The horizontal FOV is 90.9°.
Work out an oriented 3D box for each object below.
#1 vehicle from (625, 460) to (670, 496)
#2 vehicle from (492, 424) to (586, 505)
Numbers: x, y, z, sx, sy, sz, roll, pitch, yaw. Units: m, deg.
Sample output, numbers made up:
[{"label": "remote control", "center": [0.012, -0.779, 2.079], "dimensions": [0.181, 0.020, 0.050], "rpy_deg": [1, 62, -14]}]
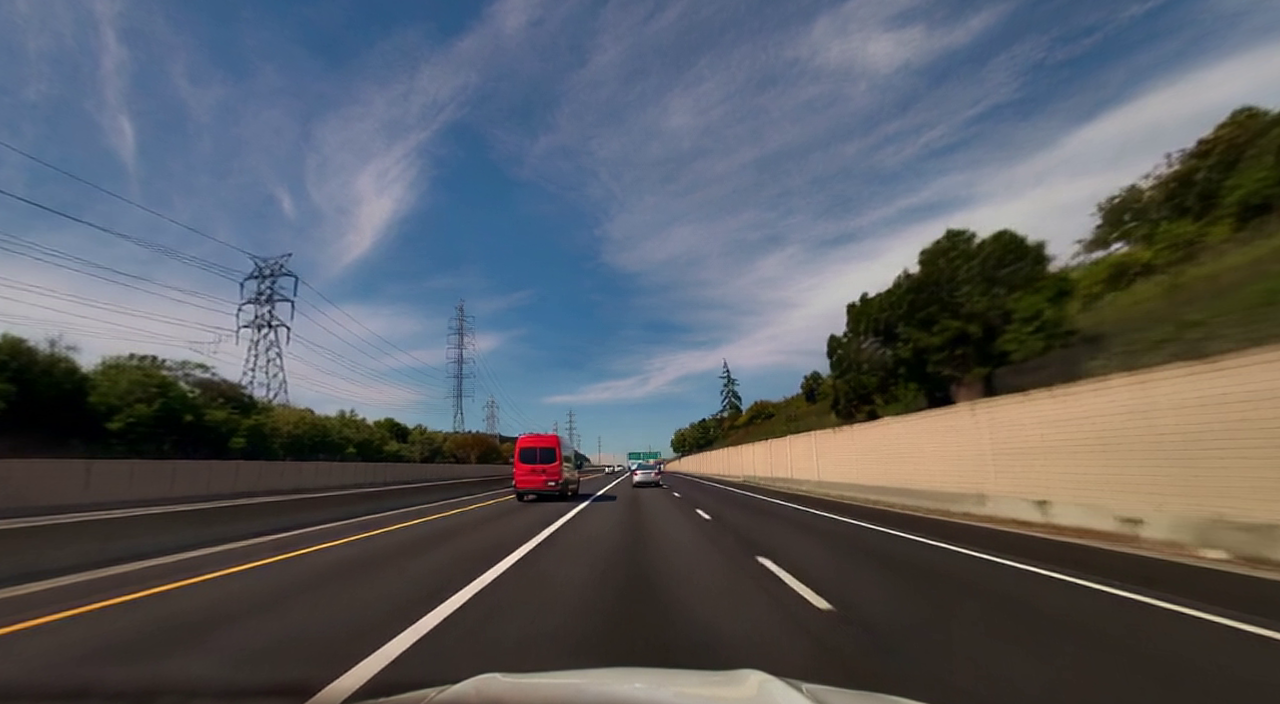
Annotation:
[{"label": "vehicle", "center": [0.333, 6.011, 30.152], "dimensions": [2.006, 1.554, 3.863], "rpy_deg": [1, -10, 0]}, {"label": "vehicle", "center": [-3.594, 4.311, 24.057], "dimensions": [2.394, 2.609, 6.875], "rpy_deg": [1, -10, 0]}]
